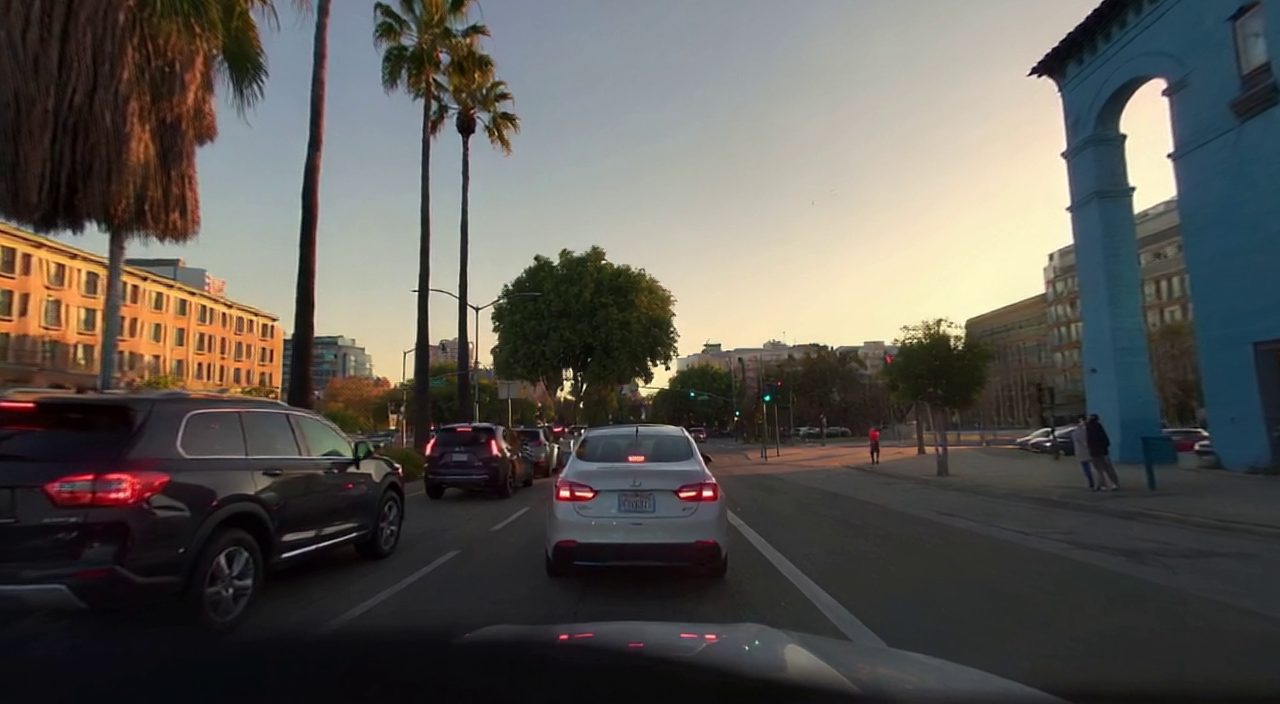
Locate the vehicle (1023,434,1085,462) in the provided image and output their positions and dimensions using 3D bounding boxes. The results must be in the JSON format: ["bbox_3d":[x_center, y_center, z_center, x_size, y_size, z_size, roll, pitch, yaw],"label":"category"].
[{"bbox_3d":[26.222,6.090,40.028,1.882,1.672,3.957,-2,-9,12],"label":"vehicle"}]

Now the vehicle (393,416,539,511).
[{"bbox_3d":[-3.459,2.305,13.383,1.840,1.684,4.041,0,-8,1],"label":"vehicle"}]

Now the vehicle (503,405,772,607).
[{"bbox_3d":[-0.055,1.535,7.185,2.114,1.585,4.285,0,-8,-1],"label":"vehicle"}]

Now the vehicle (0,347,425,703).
[{"bbox_3d":[-3.535,1.161,5.338,1.914,1.741,4.398,0,-9,-1],"label":"vehicle"}]

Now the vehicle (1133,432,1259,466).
[{"bbox_3d":[25.457,4.445,28.961,3.914,1.427,1.779,-2,-8,5],"label":"vehicle"}]
